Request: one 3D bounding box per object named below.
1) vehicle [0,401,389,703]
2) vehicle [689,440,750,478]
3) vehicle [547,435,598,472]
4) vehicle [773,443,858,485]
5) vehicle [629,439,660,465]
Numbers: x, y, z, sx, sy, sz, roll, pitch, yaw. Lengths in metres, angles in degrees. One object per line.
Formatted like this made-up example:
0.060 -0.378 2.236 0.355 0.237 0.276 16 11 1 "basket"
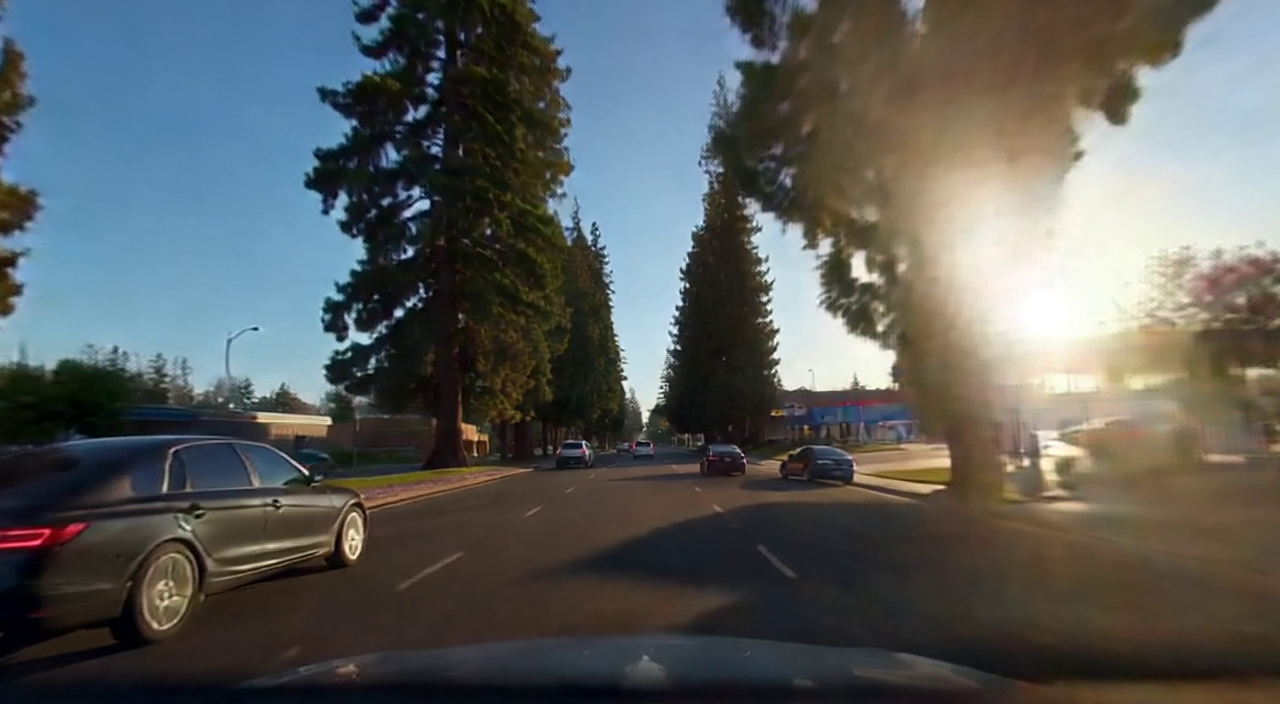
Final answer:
-4.067 1.288 4.949 1.988 1.530 5.155 0 -8 1 "vehicle"
3.325 4.576 27.268 2.010 1.486 4.498 0 -8 0 "vehicle"
-3.384 5.220 32.567 2.051 1.747 4.370 0 -8 1 "vehicle"
6.386 4.109 23.478 1.856 1.421 4.357 0 -8 -1 "vehicle"
0.264 6.473 40.916 1.922 1.579 3.642 0 -8 0 "vehicle"
